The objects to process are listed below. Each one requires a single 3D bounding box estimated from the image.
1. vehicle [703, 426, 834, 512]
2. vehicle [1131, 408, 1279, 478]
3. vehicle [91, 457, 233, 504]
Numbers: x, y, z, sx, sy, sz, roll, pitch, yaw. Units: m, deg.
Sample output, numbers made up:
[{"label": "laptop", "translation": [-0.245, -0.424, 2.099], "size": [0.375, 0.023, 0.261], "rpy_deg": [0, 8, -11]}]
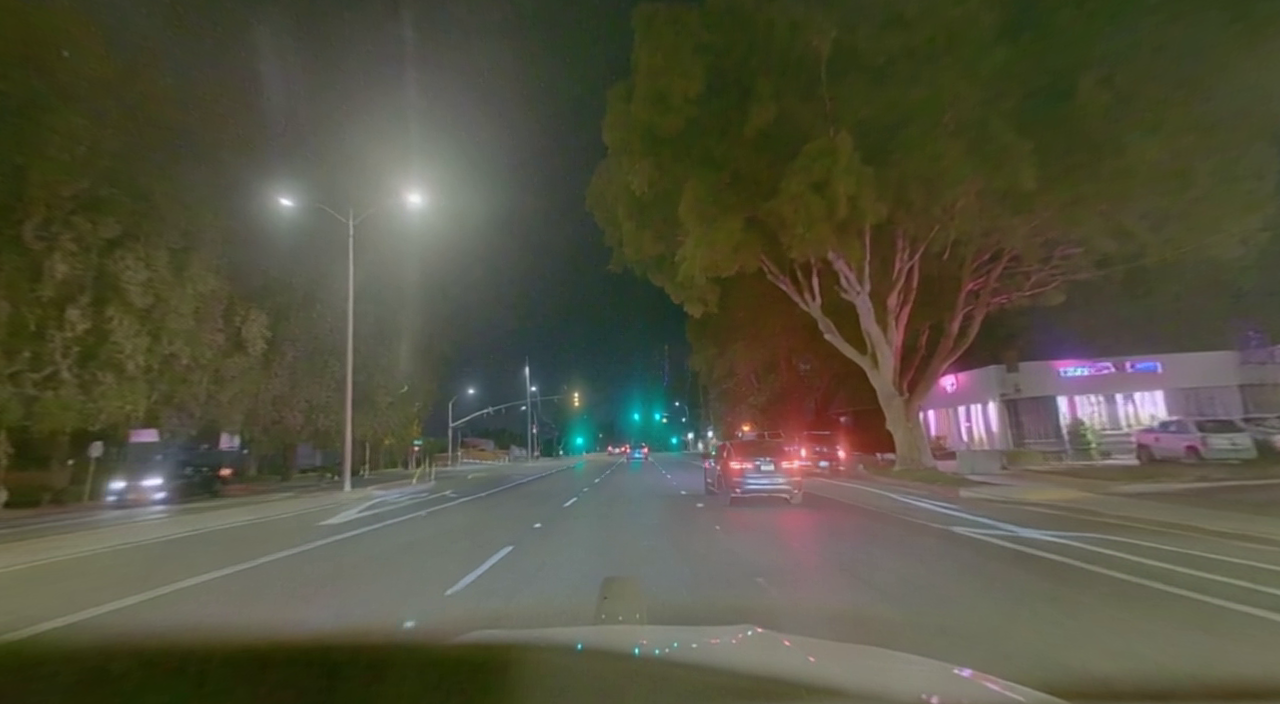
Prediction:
[{"label": "vehicle", "translation": [2.713, 2.588, 14.376], "size": [2.022, 1.656, 4.025], "rpy_deg": [0, -9, -2]}, {"label": "vehicle", "translation": [17.450, 2.646, 18.226], "size": [2.131, 1.782, 5.183], "rpy_deg": [0, -9, -2]}, {"label": "vehicle", "translation": [-17.658, 4.731, 23.588], "size": [1.865, 1.452, 4.504], "rpy_deg": [0, -9, -1]}]
